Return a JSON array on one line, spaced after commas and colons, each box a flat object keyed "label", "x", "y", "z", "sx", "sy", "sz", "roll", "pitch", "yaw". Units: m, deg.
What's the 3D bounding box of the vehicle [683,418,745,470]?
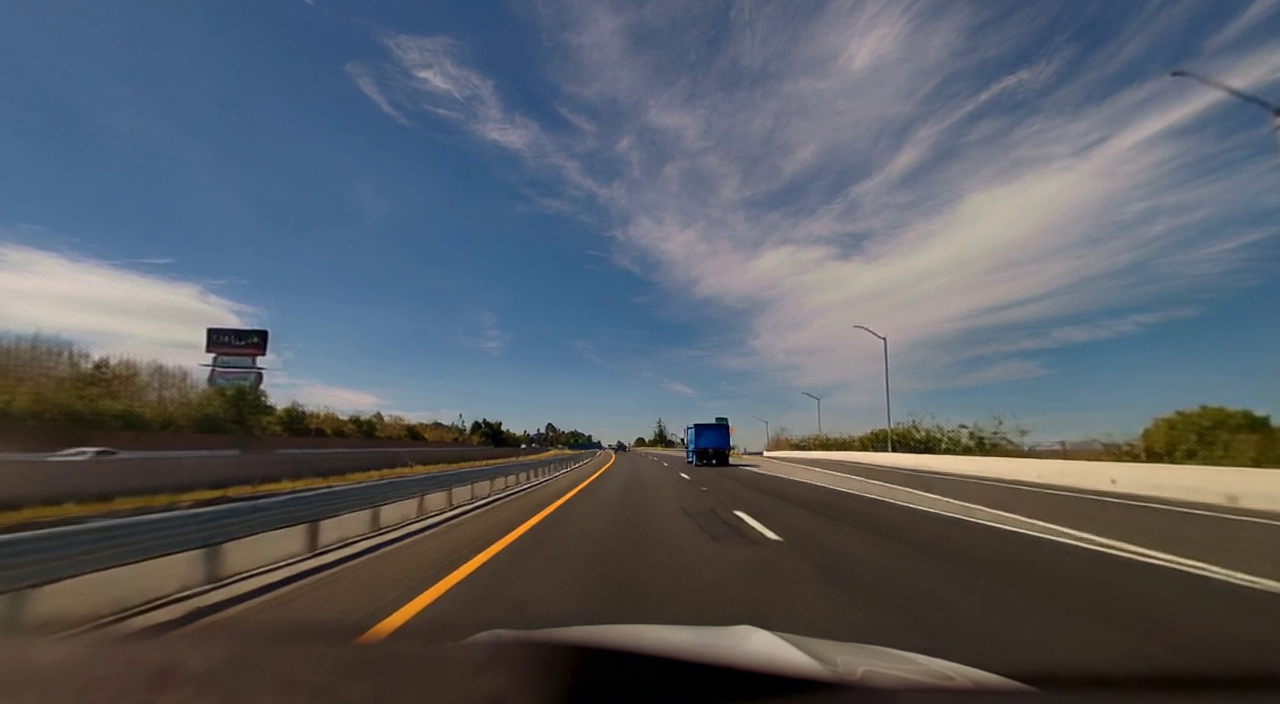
[{"label": "vehicle", "x": 3.798, "y": 4.897, "z": 33.641, "sx": 2.430, "sy": 2.495, "sz": 6.062, "roll": 0, "pitch": -8, "yaw": -2}]

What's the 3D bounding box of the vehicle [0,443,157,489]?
[{"label": "vehicle", "x": -21.007, "y": 4.203, "z": 23.722, "sx": 1.874, "sy": 1.530, "sz": 4.805, "roll": 0, "pitch": -9, "yaw": 0}]
